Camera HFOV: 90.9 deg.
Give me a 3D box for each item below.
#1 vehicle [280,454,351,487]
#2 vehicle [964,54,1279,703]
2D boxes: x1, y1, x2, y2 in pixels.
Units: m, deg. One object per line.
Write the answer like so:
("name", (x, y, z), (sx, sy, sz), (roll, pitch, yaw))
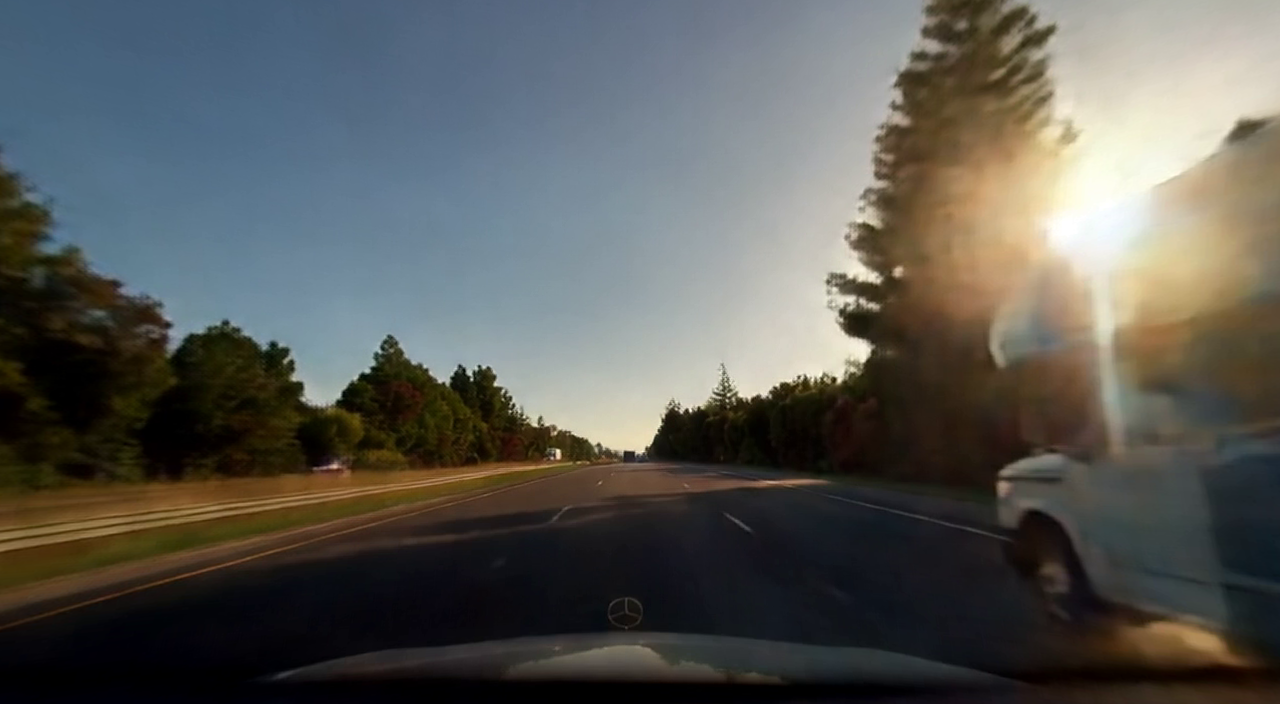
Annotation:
("vehicle", (-18.924, 6.912, 37.011), (1.907, 1.742, 4.139), (0, -9, 0))
("vehicle", (3.711, 0.100, 1.333), (2.556, 2.763, 6.287), (0, -9, -1))
